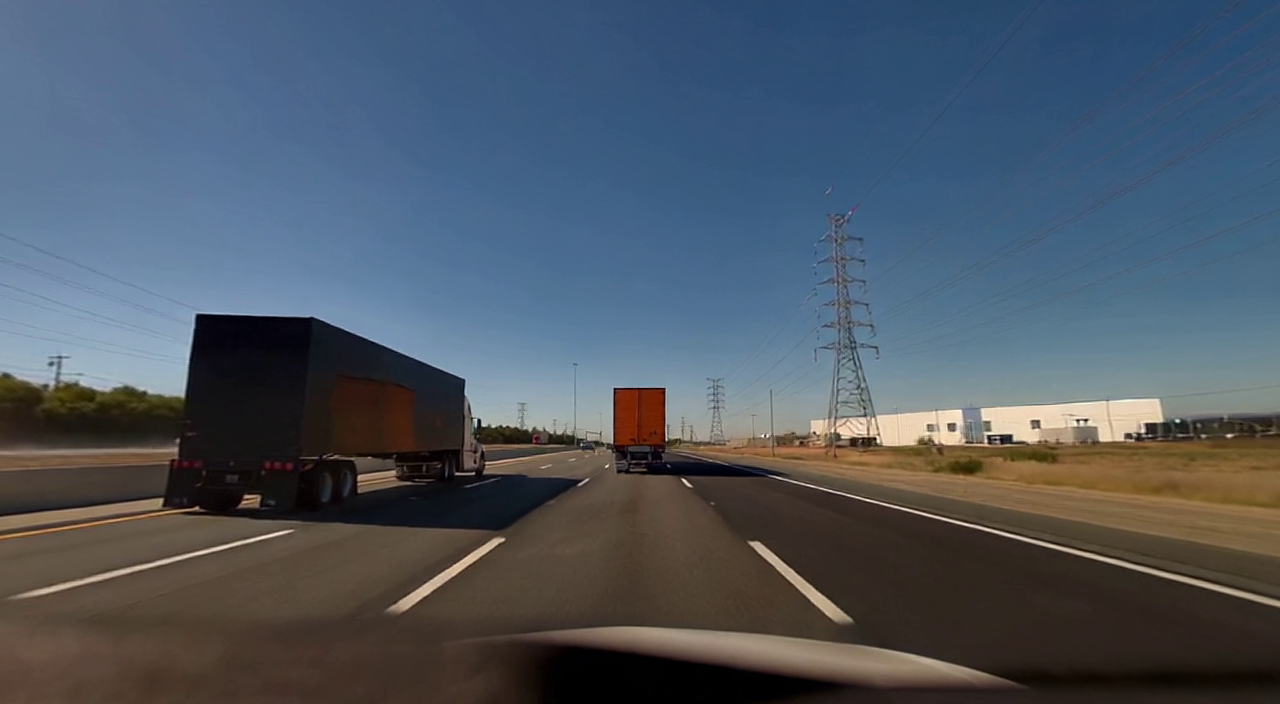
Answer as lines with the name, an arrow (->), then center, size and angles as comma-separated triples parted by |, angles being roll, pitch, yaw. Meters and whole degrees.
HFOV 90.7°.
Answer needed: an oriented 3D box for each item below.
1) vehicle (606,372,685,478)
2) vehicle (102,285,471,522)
vehicle -> 0.120, 3.407, 28.247 | 2.858, 3.847, 10.034 | 0, -8, -1
vehicle -> -7.371, 1.620, 16.192 | 2.937, 3.981, 11.119 | -1, -8, 0
